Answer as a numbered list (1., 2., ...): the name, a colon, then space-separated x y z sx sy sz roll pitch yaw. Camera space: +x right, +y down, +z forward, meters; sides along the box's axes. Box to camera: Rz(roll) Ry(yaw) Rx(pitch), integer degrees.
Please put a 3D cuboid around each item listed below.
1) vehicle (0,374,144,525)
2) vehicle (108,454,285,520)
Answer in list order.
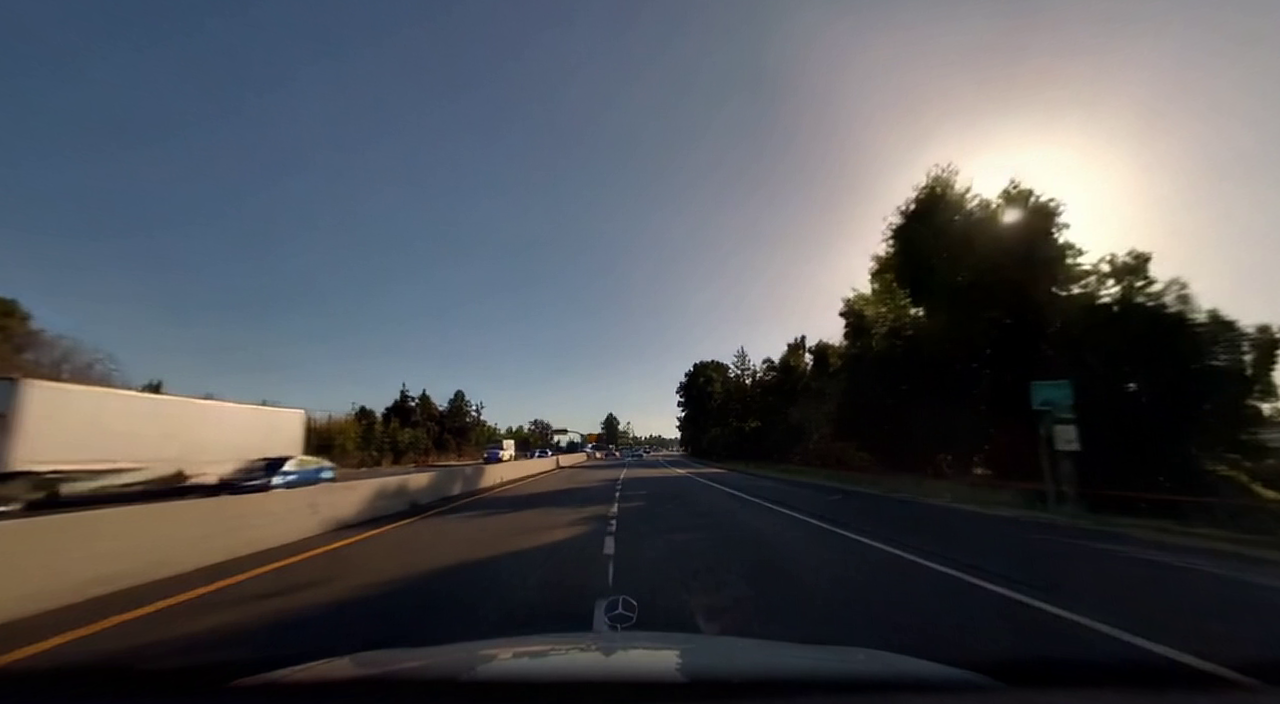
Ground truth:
1. vehicle: -15.448 2.209 14.113 2.732 3.283 7.013 0 -9 -1
2. vehicle: -11.833 3.583 17.154 1.900 1.506 4.067 0 -9 -1
